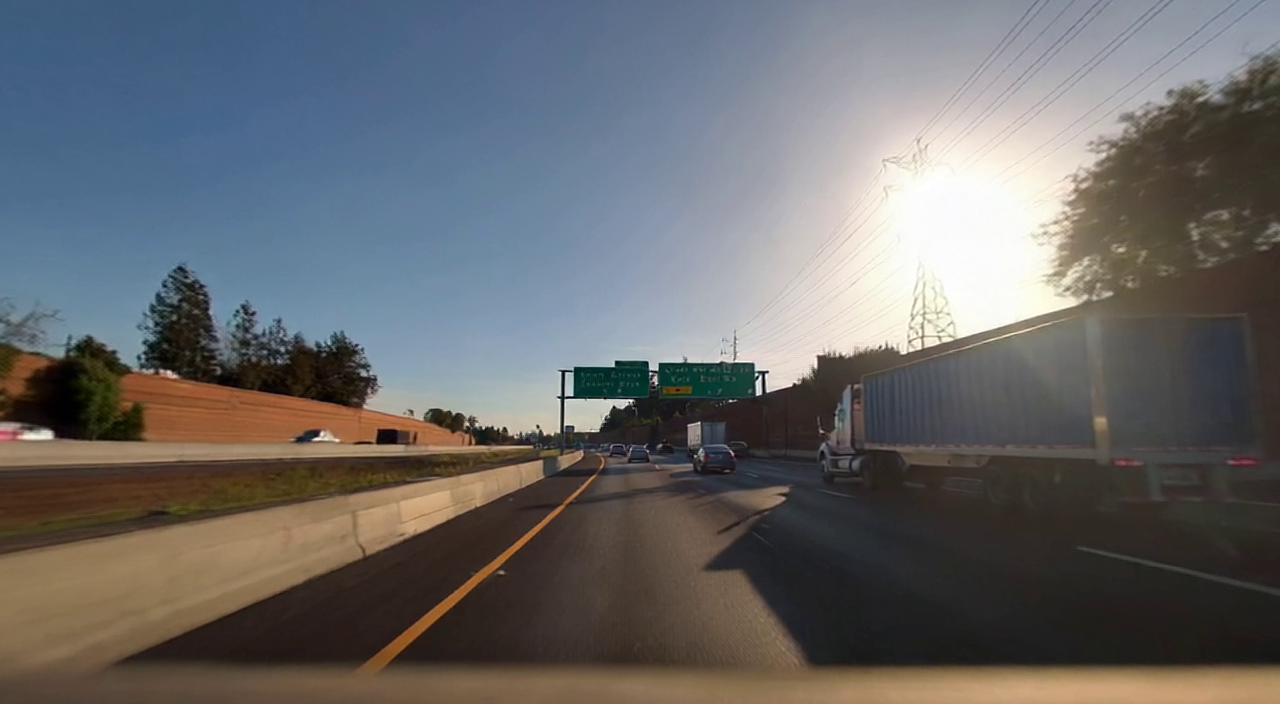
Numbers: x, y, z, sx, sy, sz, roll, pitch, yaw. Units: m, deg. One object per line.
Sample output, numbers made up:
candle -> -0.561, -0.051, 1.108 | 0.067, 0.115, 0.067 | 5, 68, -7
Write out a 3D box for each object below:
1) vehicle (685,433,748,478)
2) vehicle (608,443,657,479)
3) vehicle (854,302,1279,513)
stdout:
vehicle -> 3.365, 4.709, 28.863 | 2.114, 1.849, 4.692 | 0, -9, -2
vehicle -> -0.380, 4.877, 28.596 | 2.083, 1.477, 3.965 | 0, -9, -2
vehicle -> 11.083, 2.187, 20.074 | 2.914, 4.134, 15.553 | 0, -9, -1
